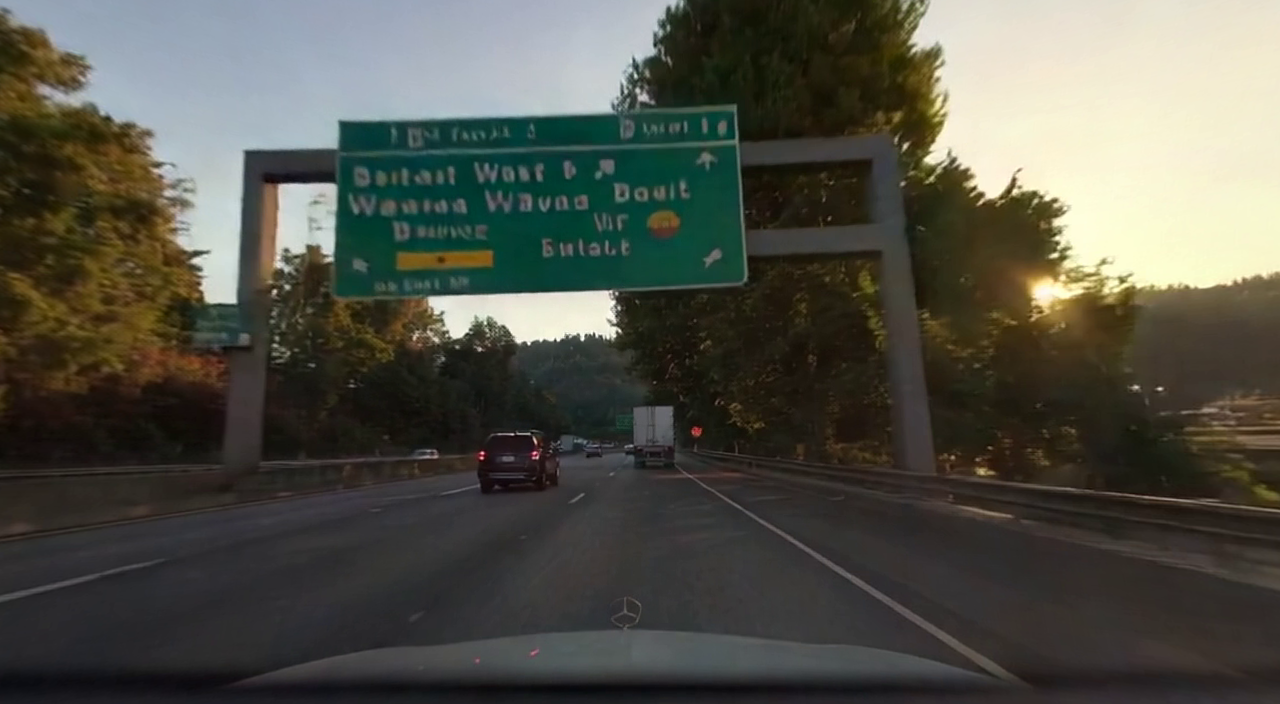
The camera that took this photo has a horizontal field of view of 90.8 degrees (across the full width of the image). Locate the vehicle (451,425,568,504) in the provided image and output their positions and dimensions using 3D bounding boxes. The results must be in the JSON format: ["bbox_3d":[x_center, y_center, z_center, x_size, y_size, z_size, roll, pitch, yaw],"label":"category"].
[{"bbox_3d":[-3.522,3.189,18.231,2.226,1.933,5.179,0,-9,1],"label":"vehicle"}]

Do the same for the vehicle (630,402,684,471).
[{"bbox_3d":[1.007,5.627,40.874,2.976,3.800,12.335,0,-9,1],"label":"vehicle"}]
